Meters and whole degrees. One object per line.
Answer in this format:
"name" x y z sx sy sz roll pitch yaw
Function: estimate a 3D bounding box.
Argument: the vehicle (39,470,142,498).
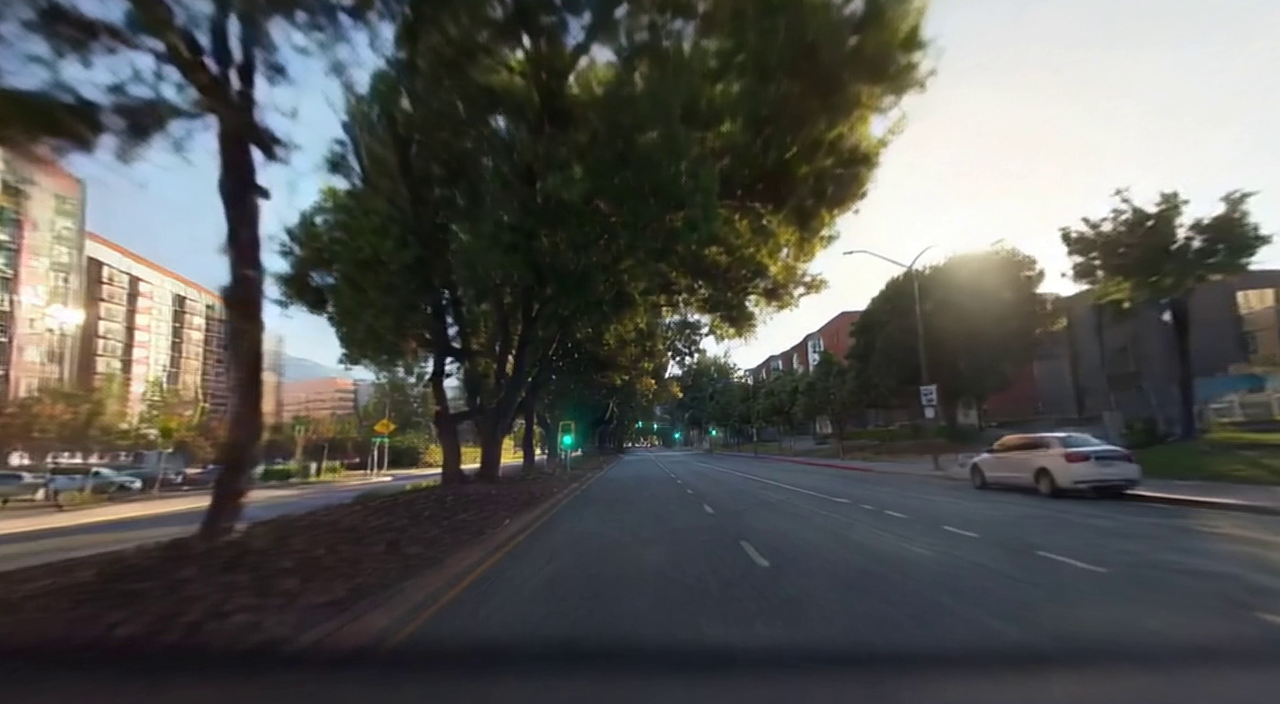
"vehicle" -30.674 7.373 35.384 3.930 1.431 1.645 2 -9 -12

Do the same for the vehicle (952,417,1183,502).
"vehicle" 10.016 2.579 15.469 2.051 1.726 4.898 0 -9 -3
